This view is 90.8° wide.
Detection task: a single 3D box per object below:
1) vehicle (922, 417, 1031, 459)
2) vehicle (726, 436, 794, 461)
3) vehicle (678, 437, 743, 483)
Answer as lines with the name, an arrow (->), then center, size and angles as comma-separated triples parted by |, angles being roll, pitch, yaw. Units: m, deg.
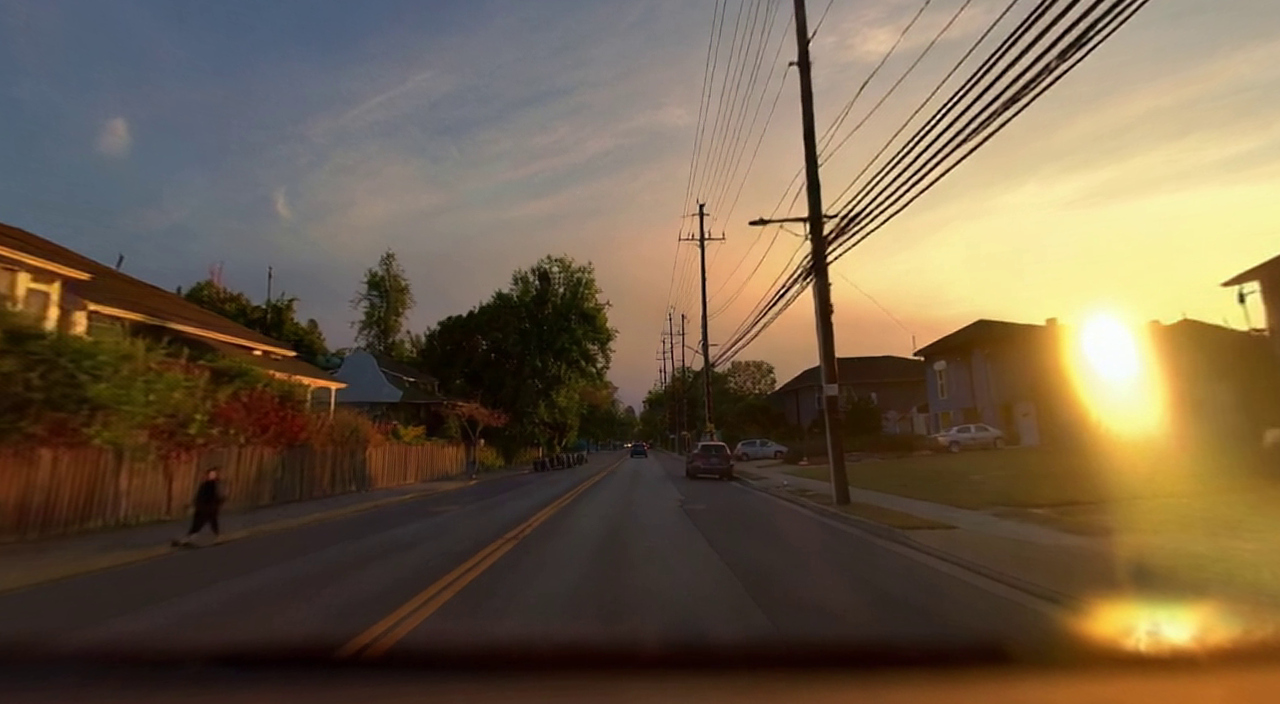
vehicle -> 18.007, 4.635, 33.951 | 4.457, 1.780, 2.170 | -5, -8, 0
vehicle -> 8.793, 7.087, 46.451 | 4.585, 1.823, 1.991 | 0, -9, 1
vehicle -> 2.817, 4.449, 26.283 | 2.108, 1.710, 4.499 | 0, -9, -1
